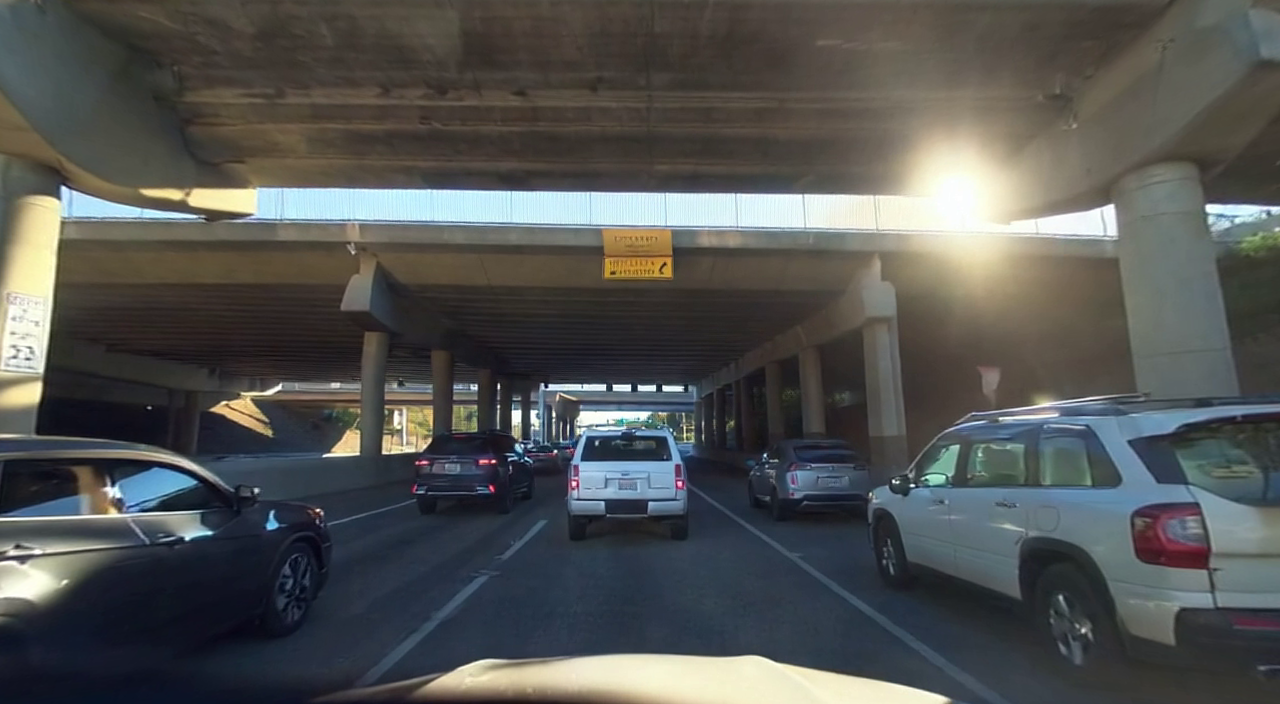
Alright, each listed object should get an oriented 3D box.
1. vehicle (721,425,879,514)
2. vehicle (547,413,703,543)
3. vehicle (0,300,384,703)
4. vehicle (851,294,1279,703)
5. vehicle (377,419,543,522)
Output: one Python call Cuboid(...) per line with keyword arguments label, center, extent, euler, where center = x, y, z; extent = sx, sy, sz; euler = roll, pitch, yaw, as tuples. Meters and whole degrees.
Cuboid(label="vehicle", center=(3.463, 2.681, 14.976), extent=(2.234, 1.720, 5.378), euler=(0, -8, -1))
Cuboid(label="vehicle", center=(-0.246, 1.988, 10.488), extent=(2.097, 1.748, 3.794), euler=(0, -8, -1))
Cuboid(label="vehicle", center=(-3.404, 0.877, 3.373), extent=(2.074, 1.814, 4.596), euler=(0, -8, 1))
Cuboid(label="vehicle", center=(3.686, 1.076, 4.966), extent=(2.401, 1.968, 4.841), euler=(0, -8, 1))
Cuboid(label="vehicle", center=(-3.346, 2.294, 12.693), extent=(2.127, 1.720, 4.064), euler=(0, -8, 0))
